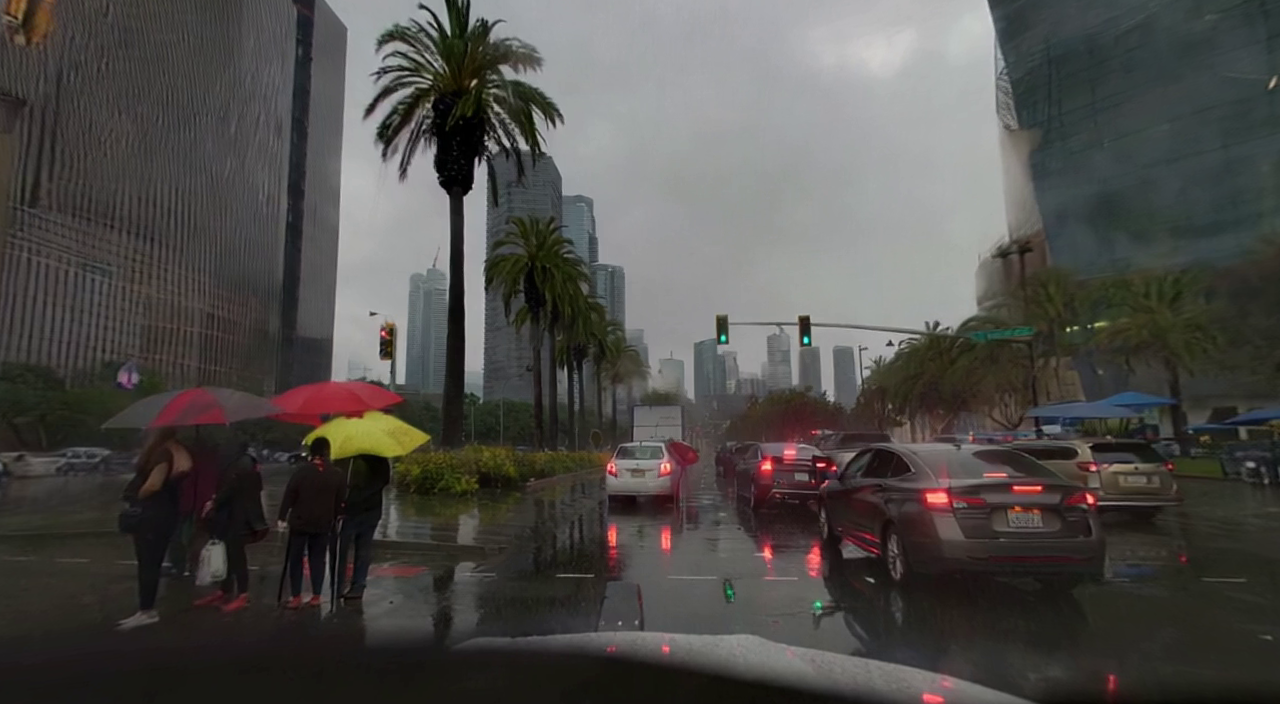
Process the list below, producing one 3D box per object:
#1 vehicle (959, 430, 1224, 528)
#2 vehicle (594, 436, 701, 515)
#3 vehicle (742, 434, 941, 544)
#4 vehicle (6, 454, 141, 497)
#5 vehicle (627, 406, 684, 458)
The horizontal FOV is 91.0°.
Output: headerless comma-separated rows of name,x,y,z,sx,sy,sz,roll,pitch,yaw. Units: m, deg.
vehicle,8.182,2.318,12.049,1.859,1.508,4.259,0,-9,-1
vehicle,0.169,2.655,13.952,2.048,1.503,3.681,0,-9,1
vehicle,3.108,2.206,10.841,1.913,1.469,4.425,0,-9,-1
vehicle,-26.705,5.779,29.951,2.105,1.793,4.812,0,-9,-4
vehicle,0.817,3.750,28.920,2.230,2.158,5.498,-1,-9,5
